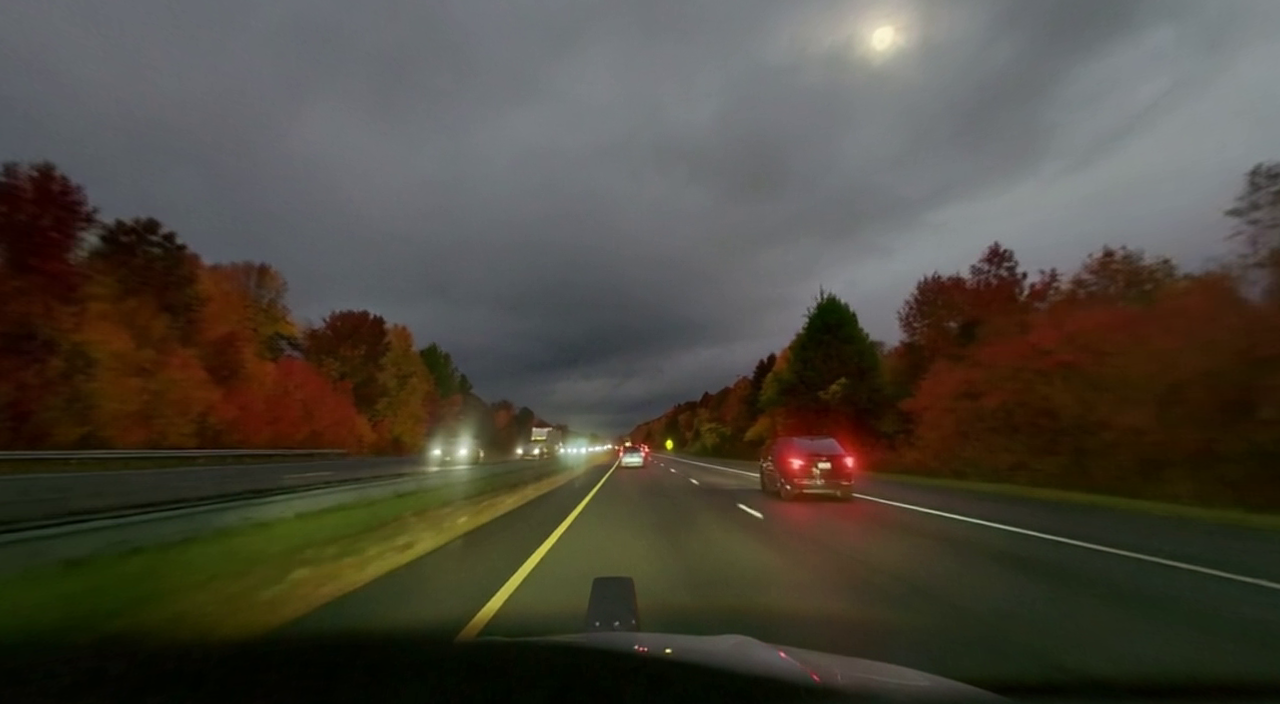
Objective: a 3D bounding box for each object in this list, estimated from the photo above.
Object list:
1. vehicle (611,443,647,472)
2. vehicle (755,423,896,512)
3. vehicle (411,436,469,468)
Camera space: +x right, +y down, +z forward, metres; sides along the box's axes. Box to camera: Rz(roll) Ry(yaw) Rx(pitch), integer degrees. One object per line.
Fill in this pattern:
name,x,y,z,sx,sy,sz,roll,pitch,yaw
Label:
vehicle,-0.680,6.691,40.012,2.151,1.693,4.201,0,-9,-1
vehicle,4.136,2.645,14.761,1.982,1.745,4.151,0,-9,-1
vehicle,-12.778,6.448,40.357,2.160,1.890,4.748,-1,-9,0
